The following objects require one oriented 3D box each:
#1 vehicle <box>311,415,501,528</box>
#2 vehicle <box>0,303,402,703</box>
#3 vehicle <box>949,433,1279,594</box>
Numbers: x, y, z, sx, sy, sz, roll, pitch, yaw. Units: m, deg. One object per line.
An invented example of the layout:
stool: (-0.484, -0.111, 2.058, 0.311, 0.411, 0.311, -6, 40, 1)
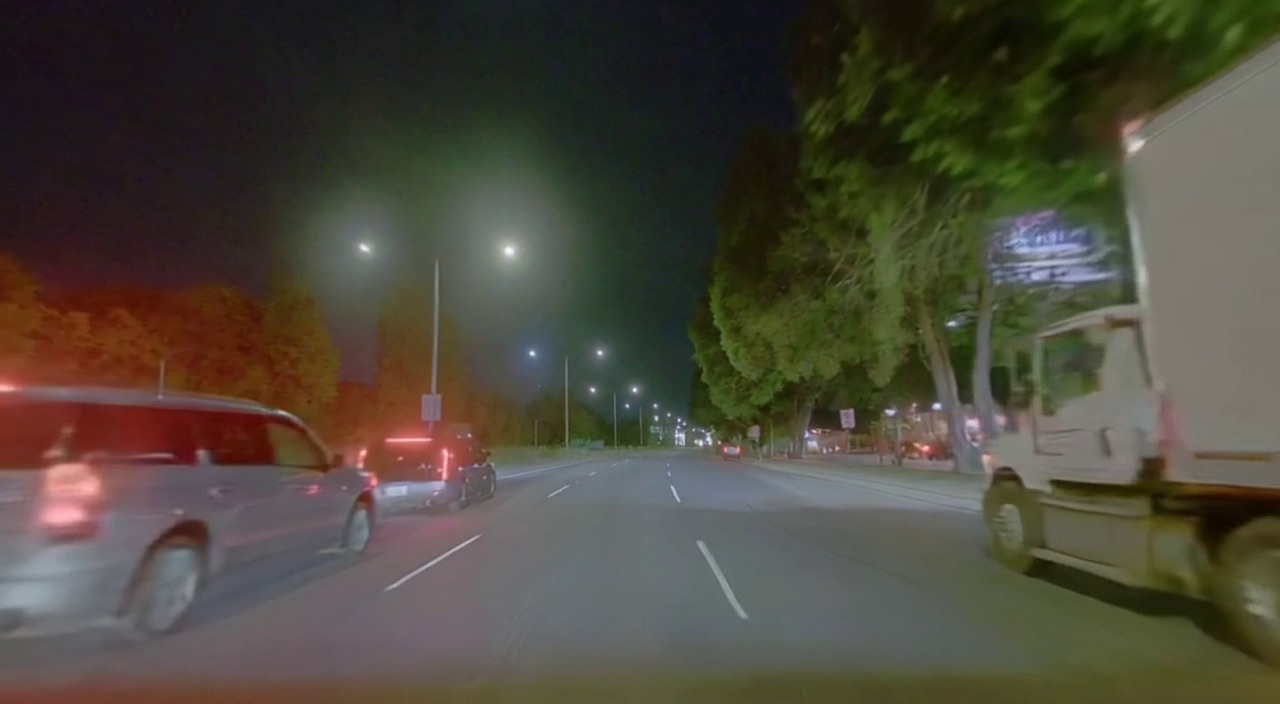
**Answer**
vehicle: (-4.508, 2.377, 13.173, 2.238, 1.864, 4.740, -1, -8, -1)
vehicle: (-4.488, 1.196, 6.021, 2.270, 2.068, 5.865, 0, -8, -2)
vehicle: (6.252, 1.850, 8.278, 2.024, 1.484, 4.585, 0, -8, -1)
